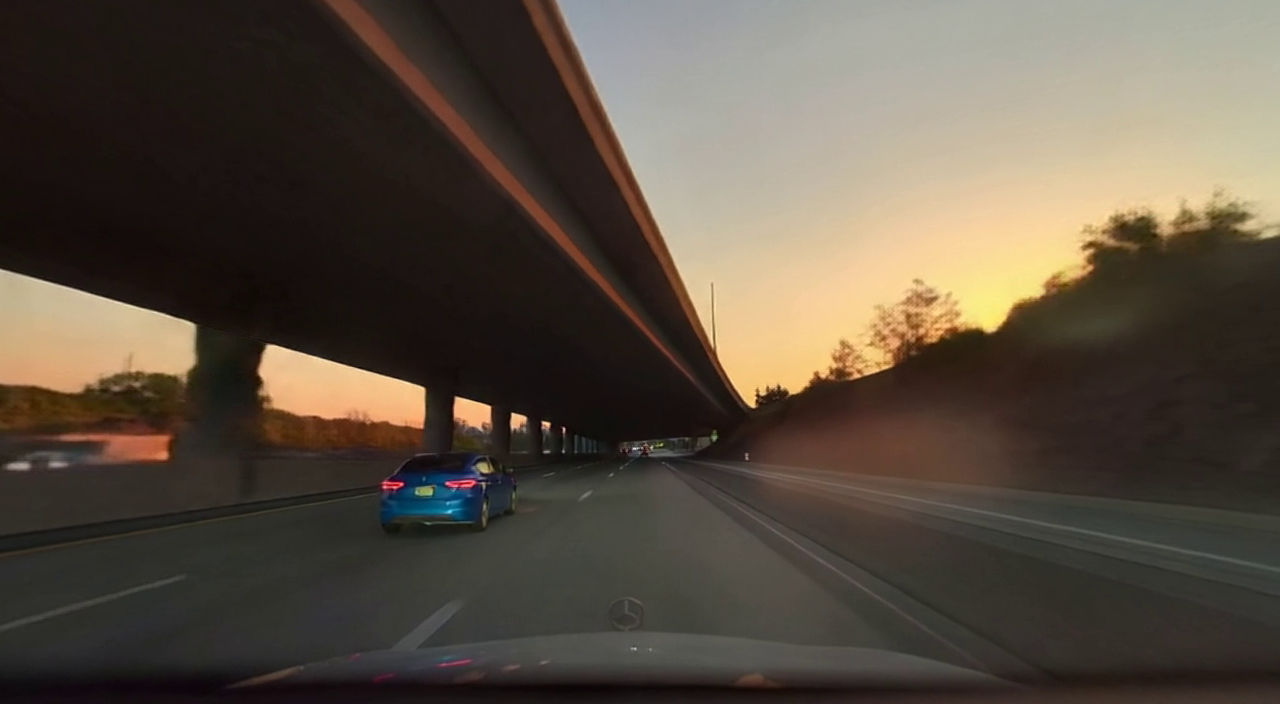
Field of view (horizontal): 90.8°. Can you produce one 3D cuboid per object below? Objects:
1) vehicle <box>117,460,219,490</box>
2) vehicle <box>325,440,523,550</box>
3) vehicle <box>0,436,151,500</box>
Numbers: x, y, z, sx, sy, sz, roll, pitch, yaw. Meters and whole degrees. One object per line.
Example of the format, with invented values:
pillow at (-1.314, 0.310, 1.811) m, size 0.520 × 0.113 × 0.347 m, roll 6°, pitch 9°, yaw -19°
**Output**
vehicle at (-24.965, 6.501, 33.570) m, size 2.283 × 1.455 × 3.923 m, roll 0°, pitch -9°, yaw 2°
vehicle at (-3.330, 2.262, 10.625) m, size 1.935 × 1.479 × 3.787 m, roll 0°, pitch -9°, yaw 1°
vehicle at (-25.036, 4.993, 27.687) m, size 2.298 × 2.459 × 5.934 m, roll 0°, pitch -9°, yaw 1°
